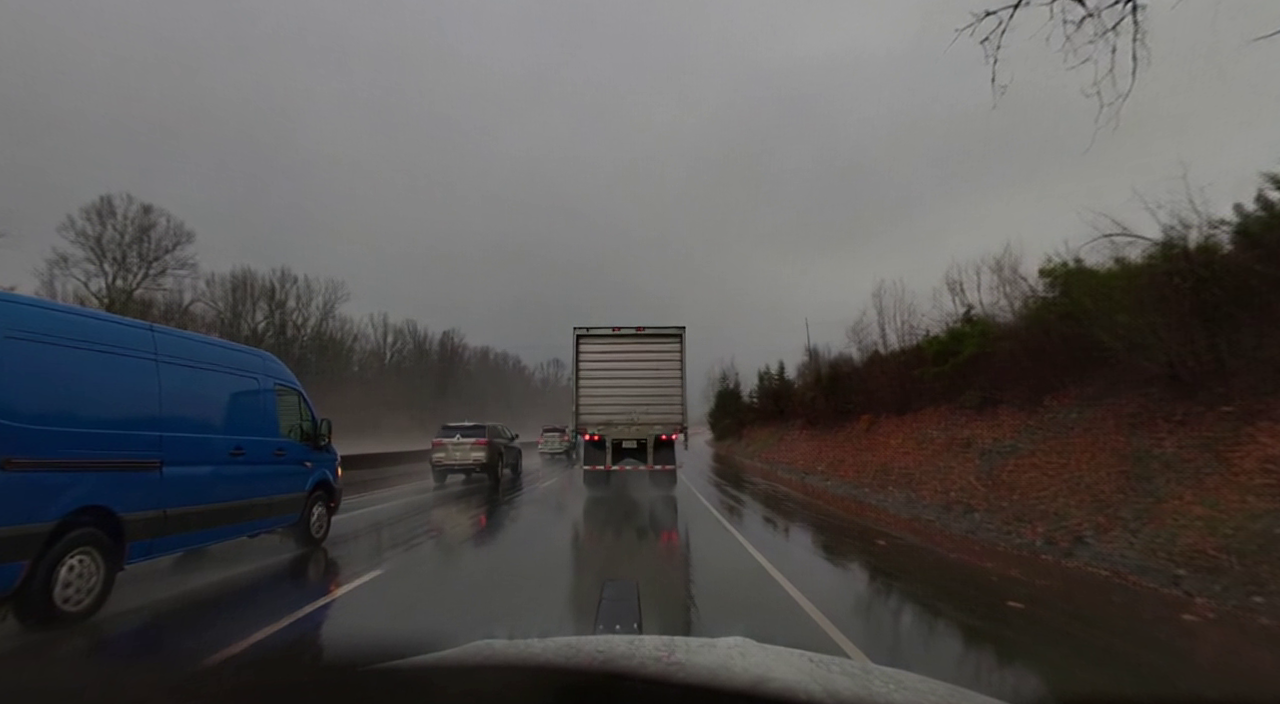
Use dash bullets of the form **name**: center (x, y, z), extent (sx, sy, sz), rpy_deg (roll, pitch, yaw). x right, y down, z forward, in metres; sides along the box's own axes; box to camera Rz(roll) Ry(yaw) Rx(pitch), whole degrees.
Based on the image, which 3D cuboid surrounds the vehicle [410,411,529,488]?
- **vehicle**: center (-4.880, 2.887, 18.927), extent (2.168, 1.985, 4.952), rpy_deg (0, -8, 0)

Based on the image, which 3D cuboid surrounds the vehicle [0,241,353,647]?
- **vehicle**: center (-5.262, 0.857, 5.995), extent (2.478, 2.515, 5.438), rpy_deg (0, -8, -1)

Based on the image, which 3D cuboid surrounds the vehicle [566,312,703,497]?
- **vehicle**: center (-0.196, 1.788, 18.790), extent (2.953, 4.041, 10.072), rpy_deg (0, -8, -1)

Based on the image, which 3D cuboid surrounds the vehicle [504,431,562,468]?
- **vehicle**: center (-4.856, 4.478, 29.179), extent (1.931, 1.539, 4.441), rpy_deg (0, -8, 0)
